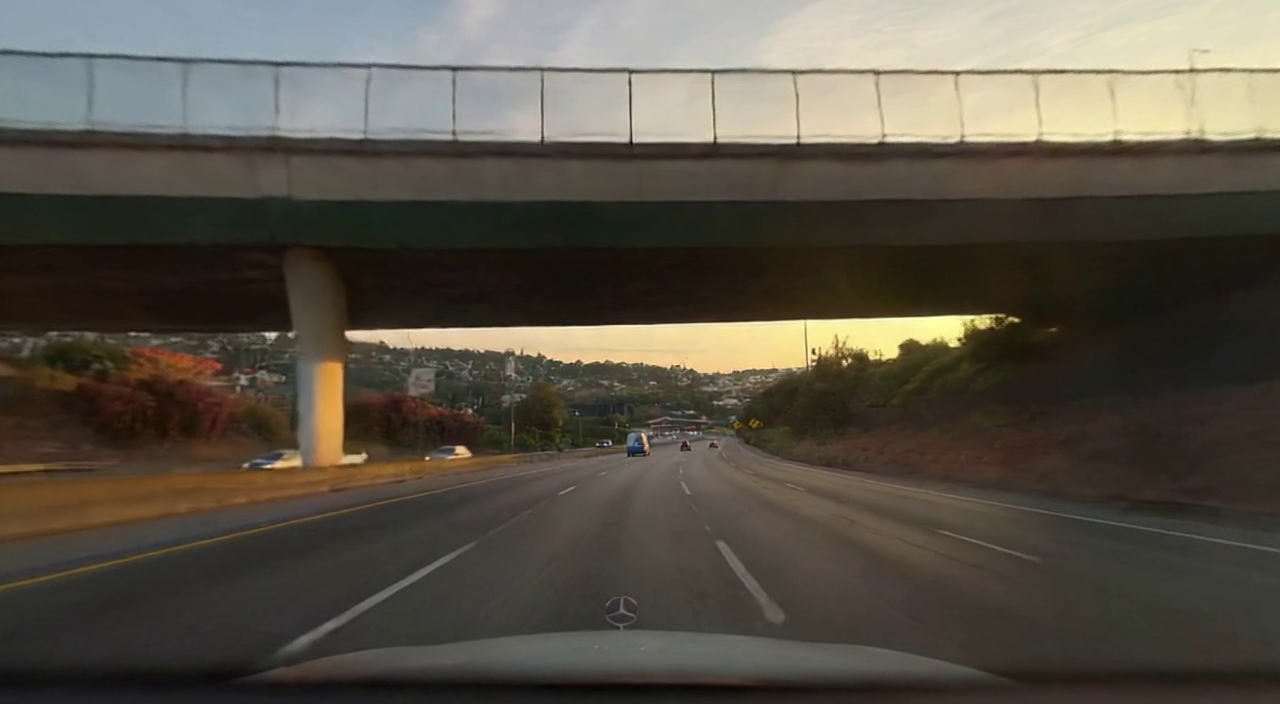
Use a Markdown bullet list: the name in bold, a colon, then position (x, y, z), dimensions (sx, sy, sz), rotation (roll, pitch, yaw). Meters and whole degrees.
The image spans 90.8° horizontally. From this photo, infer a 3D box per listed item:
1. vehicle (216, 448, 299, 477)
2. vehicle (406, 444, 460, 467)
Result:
- **vehicle**: position (-23.361, 6.735, 38.849), dimensions (1.914, 1.600, 4.603), rotation (-1, -8, 5)
- **vehicle**: position (-15.258, 7.636, 46.890), dimensions (2.086, 1.630, 4.882), rotation (-1, -8, 4)
